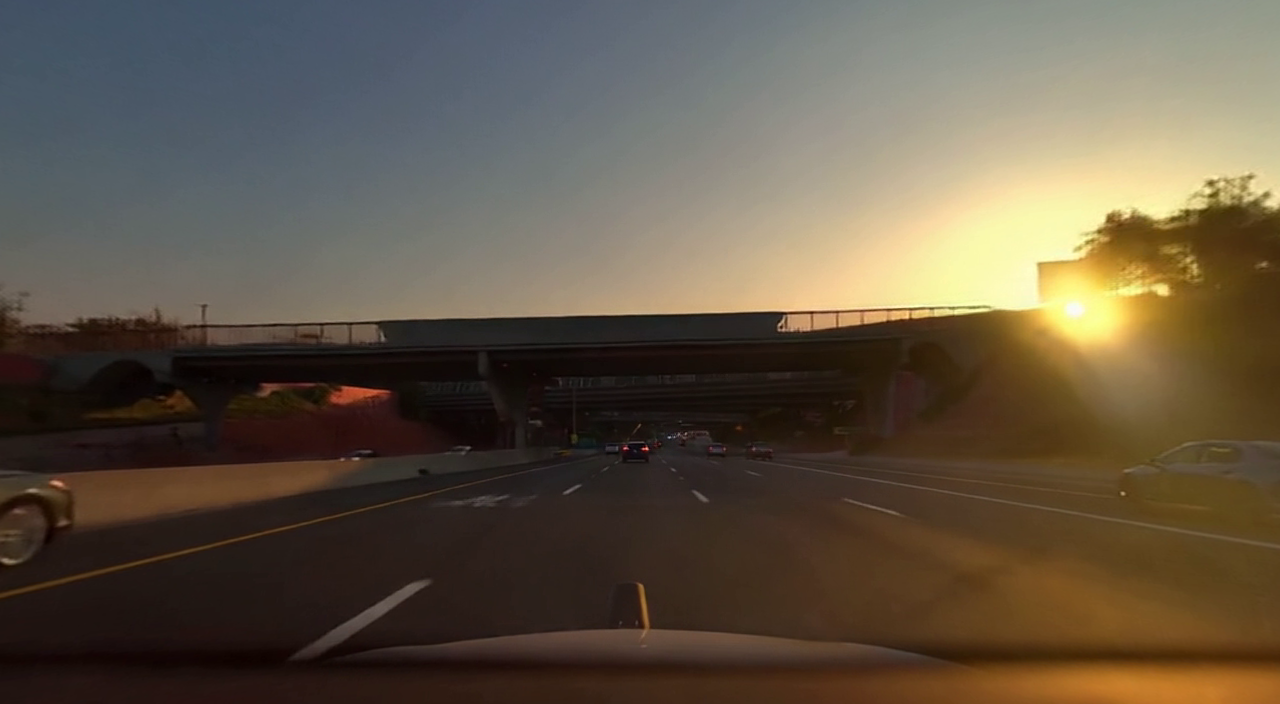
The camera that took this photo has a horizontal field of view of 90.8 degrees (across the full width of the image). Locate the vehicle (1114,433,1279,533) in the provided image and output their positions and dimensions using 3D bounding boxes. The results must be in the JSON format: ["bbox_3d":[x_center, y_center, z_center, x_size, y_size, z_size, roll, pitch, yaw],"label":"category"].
[{"bbox_3d":[10.197,2.019,9.981,1.900,1.432,4.519,0,-8,0],"label":"vehicle"}]

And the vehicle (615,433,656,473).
[{"bbox_3d":[-0.186,5.011,31.453,1.893,1.827,4.513,0,-9,1],"label":"vehicle"}]
